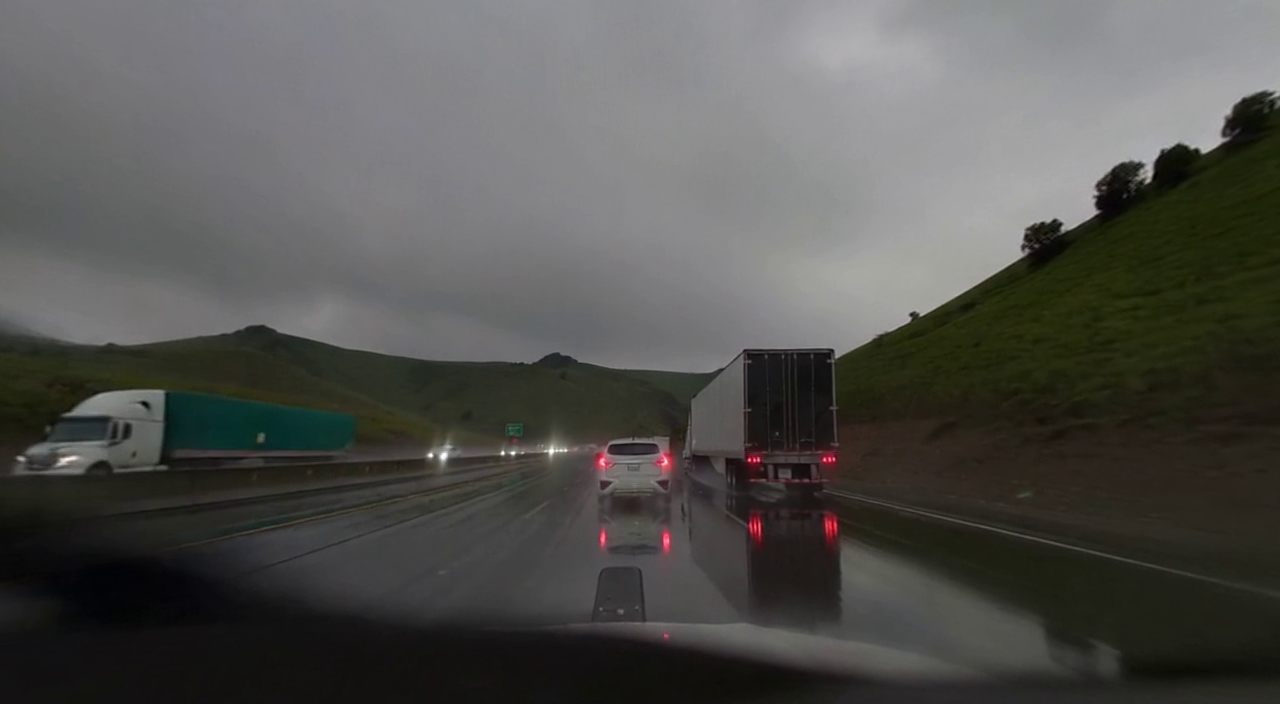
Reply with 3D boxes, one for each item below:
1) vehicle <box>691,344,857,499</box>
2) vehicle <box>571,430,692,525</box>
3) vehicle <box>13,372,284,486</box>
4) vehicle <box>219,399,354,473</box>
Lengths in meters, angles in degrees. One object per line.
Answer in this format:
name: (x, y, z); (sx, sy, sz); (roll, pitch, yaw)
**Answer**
vehicle: (4.048, 2.866, 23.480); (2.812, 4.024, 14.098); (0, -9, -1)
vehicle: (-0.181, 2.508, 13.048); (2.109, 1.639, 3.768); (0, -9, -1)
vehicle: (-19.652, 3.423, 26.750); (2.962, 3.847, 10.654); (0, -9, -1)
vehicle: (-19.816, 4.892, 36.216); (2.842, 3.712, 8.403); (0, -9, -1)
